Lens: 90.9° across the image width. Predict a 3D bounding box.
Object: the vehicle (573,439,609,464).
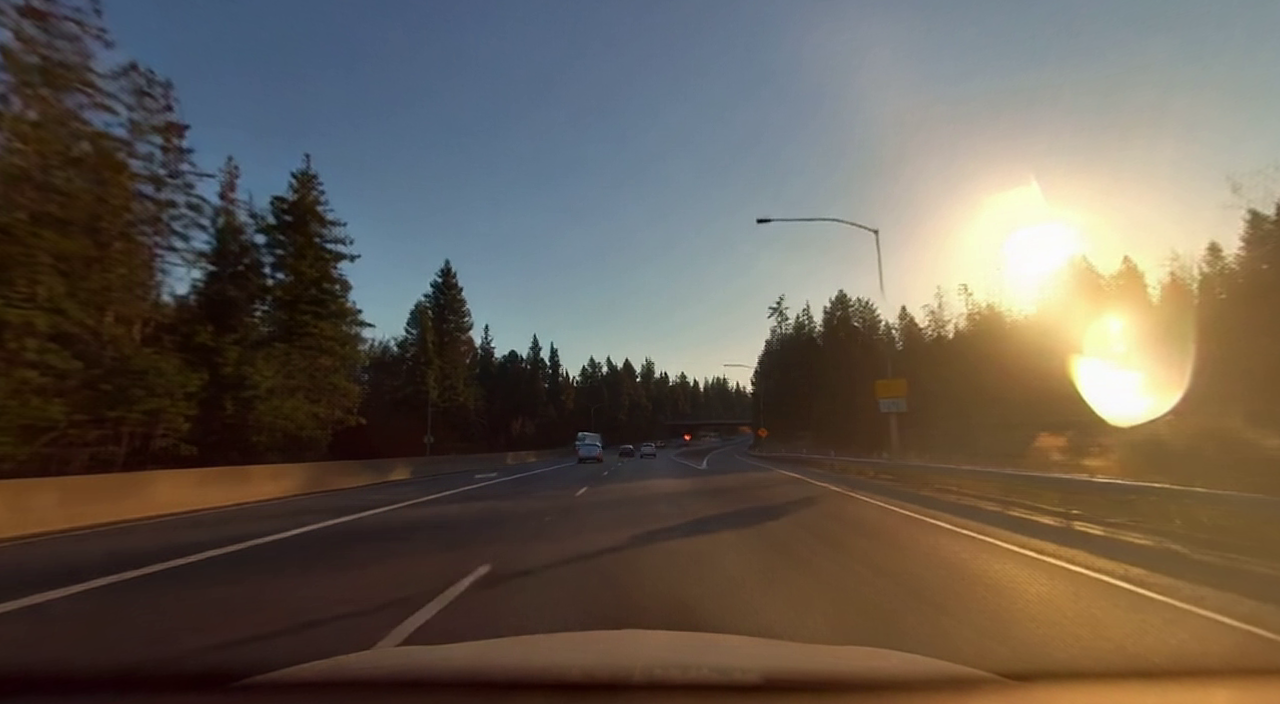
[{"bbox_3d":[-3.491,7.207,45.789,2.129,1.742,4.217,0,-8,2],"label":"vehicle"}]
